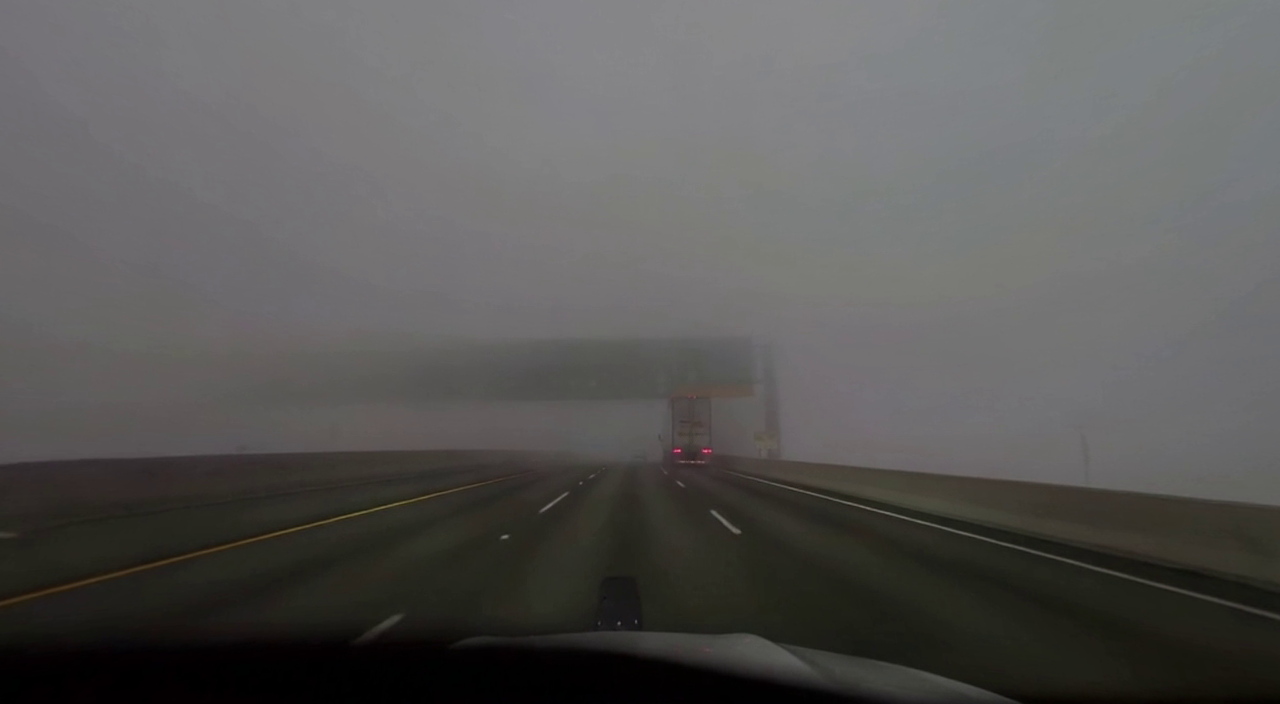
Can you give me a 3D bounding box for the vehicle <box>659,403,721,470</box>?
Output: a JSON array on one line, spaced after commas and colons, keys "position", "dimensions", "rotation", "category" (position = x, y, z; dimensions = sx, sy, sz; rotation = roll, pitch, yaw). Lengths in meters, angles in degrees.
[{"position": [3.243, 6.241, 45.429], "dimensions": [3.244, 4.020, 14.561], "rotation": [0, -9, 0], "category": "vehicle"}]
